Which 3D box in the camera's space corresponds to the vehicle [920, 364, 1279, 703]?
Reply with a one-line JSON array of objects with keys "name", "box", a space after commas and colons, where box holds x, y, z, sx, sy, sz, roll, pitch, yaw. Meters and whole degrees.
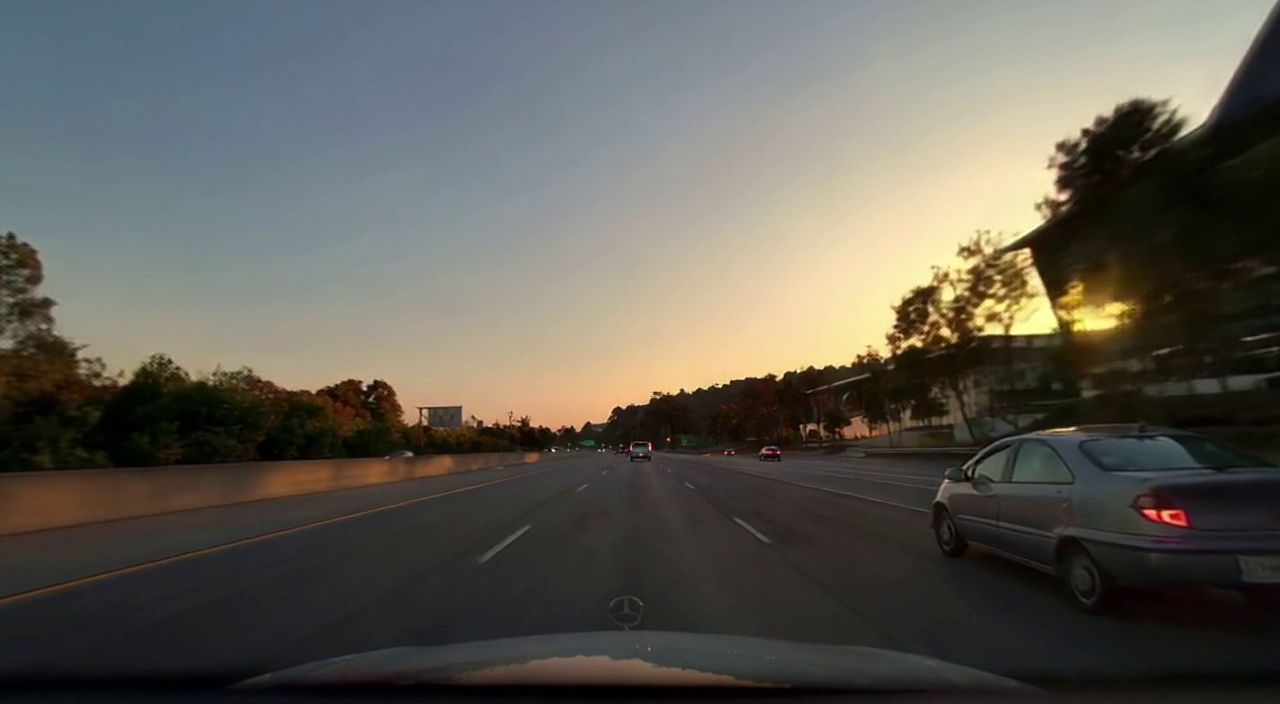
[{"name": "vehicle", "box": [3.927, 1.041, 3.994, 2.008, 1.595, 5.082, 0, -9, 1]}]

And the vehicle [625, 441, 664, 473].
[{"name": "vehicle", "box": [0.228, 5.808, 34.836, 2.015, 1.639, 4.086, 0, -9, 0]}]

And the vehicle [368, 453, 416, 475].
[{"name": "vehicle", "box": [-19.545, 8.847, 49.922, 1.884, 1.642, 4.551, 0, -9, 1]}]
